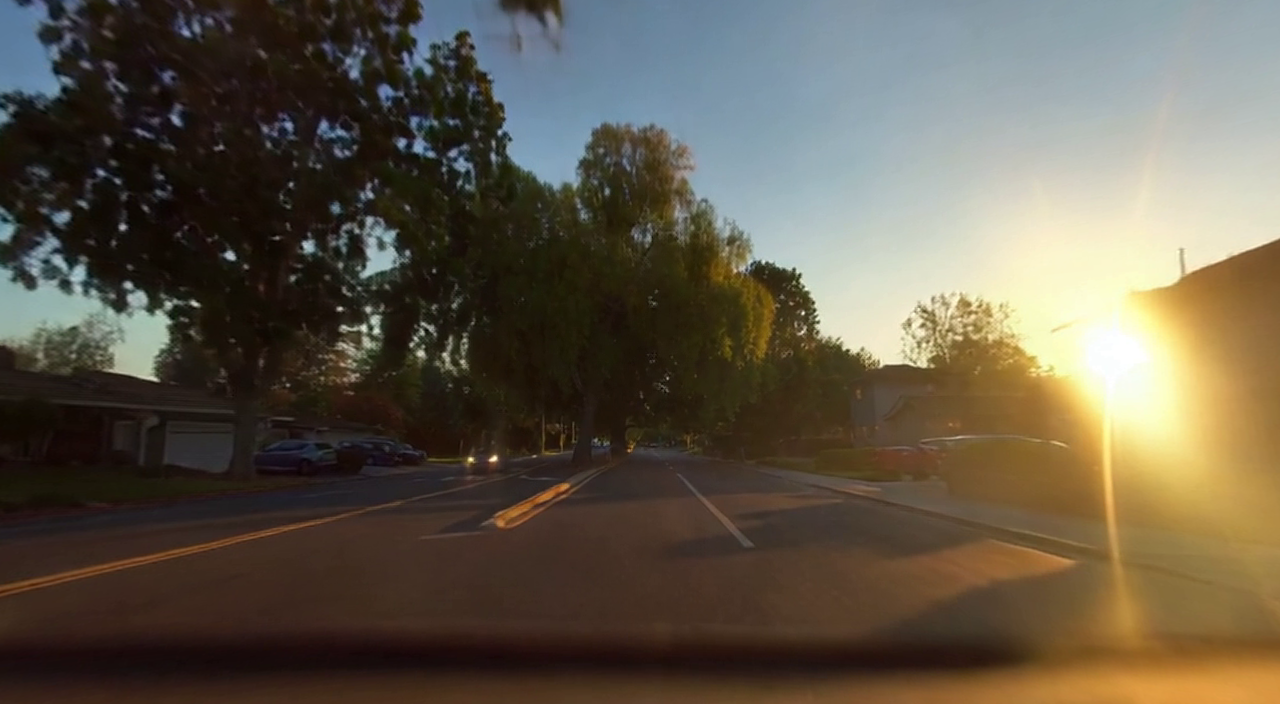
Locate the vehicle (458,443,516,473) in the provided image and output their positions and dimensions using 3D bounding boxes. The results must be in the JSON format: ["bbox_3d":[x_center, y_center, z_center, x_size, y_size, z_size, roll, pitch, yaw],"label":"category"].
[{"bbox_3d":[-8.303,5.777,34.559,2.044,1.548,4.284,0,-8,1],"label":"vehicle"}]
